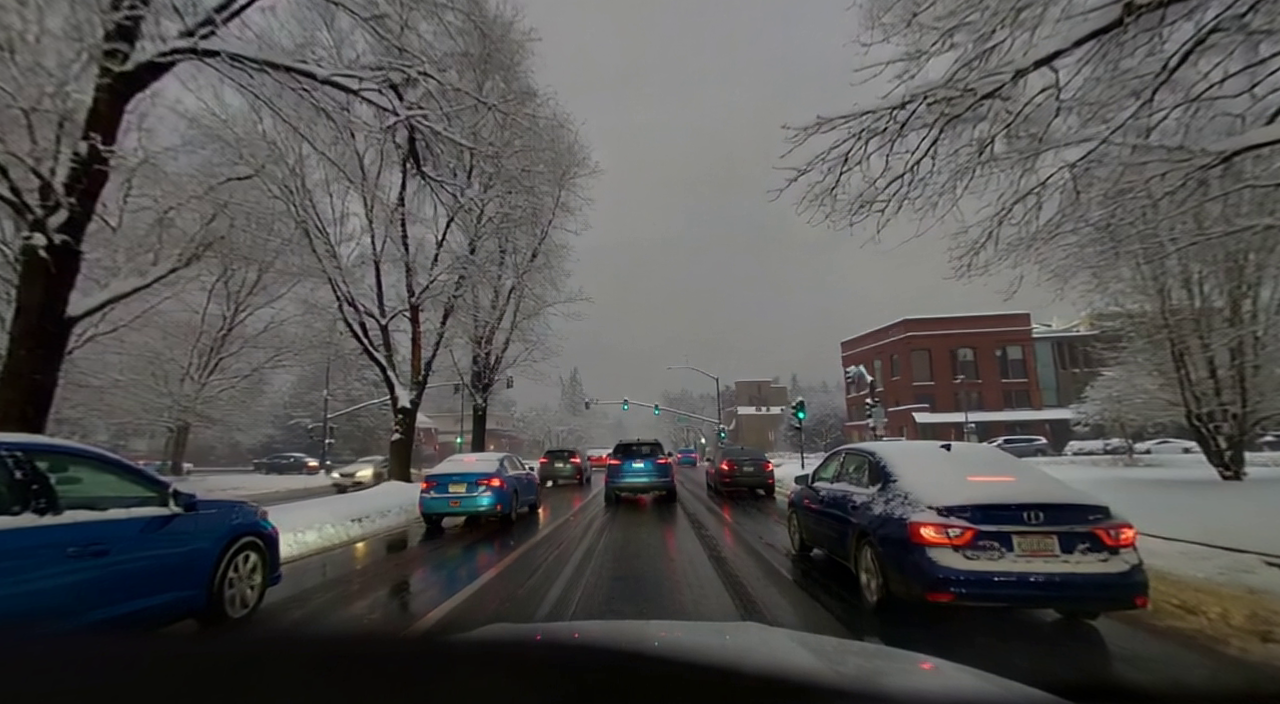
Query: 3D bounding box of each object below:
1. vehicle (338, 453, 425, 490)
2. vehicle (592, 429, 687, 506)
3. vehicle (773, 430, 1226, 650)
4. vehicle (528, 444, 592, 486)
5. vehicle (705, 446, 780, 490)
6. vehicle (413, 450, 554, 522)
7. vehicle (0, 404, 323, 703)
[{"bbox_3d":[-12.053,5.563,29.798,2.069,1.539,4.595,0,-8,1],"label":"vehicle"},{"bbox_3d":[0.012,3.224,18.056,2.361,1.898,4.465,0,-8,1],"label":"vehicle"},{"bbox_3d":[2.927,1.619,6.606,2.052,1.475,4.540,0,-8,0],"label":"vehicle"},{"bbox_3d":[-3.312,4.784,26.953,2.130,1.645,3.995,0,-8,1],"label":"vehicle"},{"bbox_3d":[3.671,4.245,23.446,2.058,1.472,4.317,0,-8,0],"label":"vehicle"},{"bbox_3d":[-3.333,2.931,14.323,2.115,1.369,3.908,0,-8,1],"label":"vehicle"},{"bbox_3d":[-3.979,1.109,3.503,2.173,1.536,4.285,0,-8,0],"label":"vehicle"}]
